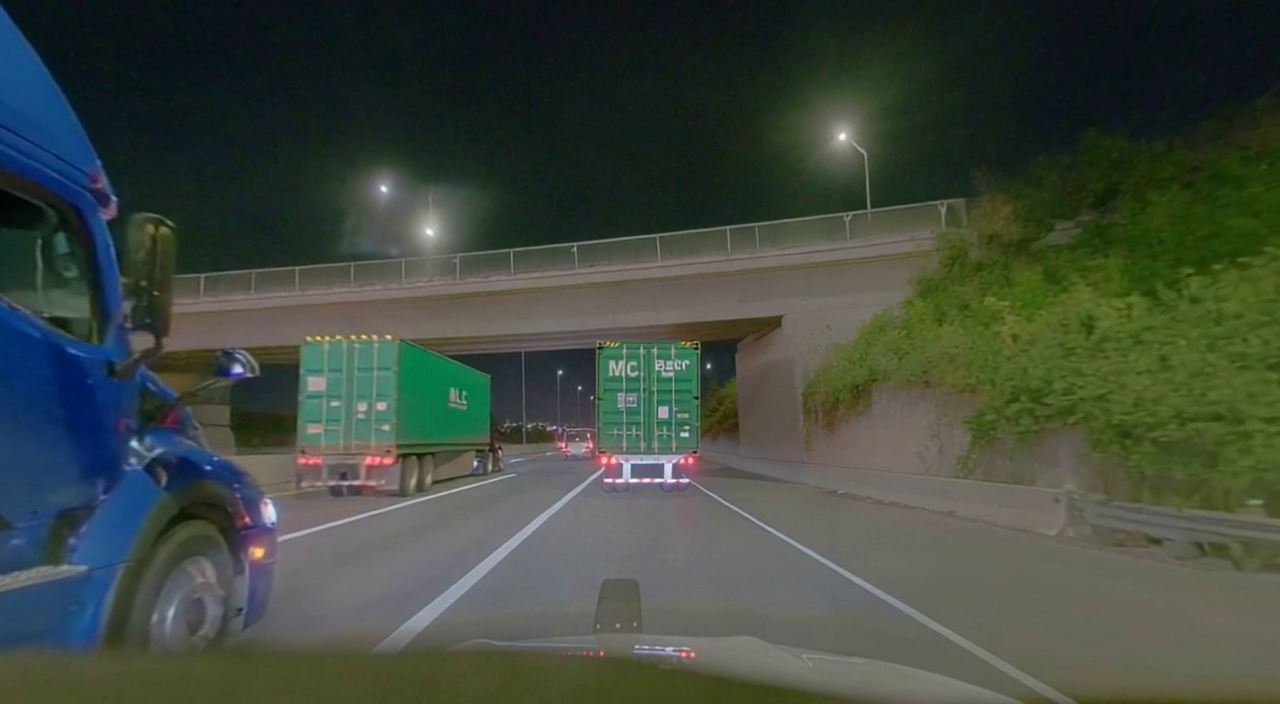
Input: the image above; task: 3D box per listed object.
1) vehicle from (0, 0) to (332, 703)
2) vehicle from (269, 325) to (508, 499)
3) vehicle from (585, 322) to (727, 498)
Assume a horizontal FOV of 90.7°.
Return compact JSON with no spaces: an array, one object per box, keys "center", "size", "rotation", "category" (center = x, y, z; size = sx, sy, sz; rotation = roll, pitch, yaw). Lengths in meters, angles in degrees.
[{"center":[-3.497,-0.451,0.129],"size":[3.187,3.949,6.963],"rotation":[-1,-9,1],"category":"vehicle"},{"center":[-7.183,2.268,20.979],"size":[3.023,4.139,11.860],"rotation":[0,-9,0],"category":"vehicle"},{"center":[0.285,1.910,18.961],"size":[3.357,4.212,7.519],"rotation":[0,-9,-1],"category":"vehicle"}]
